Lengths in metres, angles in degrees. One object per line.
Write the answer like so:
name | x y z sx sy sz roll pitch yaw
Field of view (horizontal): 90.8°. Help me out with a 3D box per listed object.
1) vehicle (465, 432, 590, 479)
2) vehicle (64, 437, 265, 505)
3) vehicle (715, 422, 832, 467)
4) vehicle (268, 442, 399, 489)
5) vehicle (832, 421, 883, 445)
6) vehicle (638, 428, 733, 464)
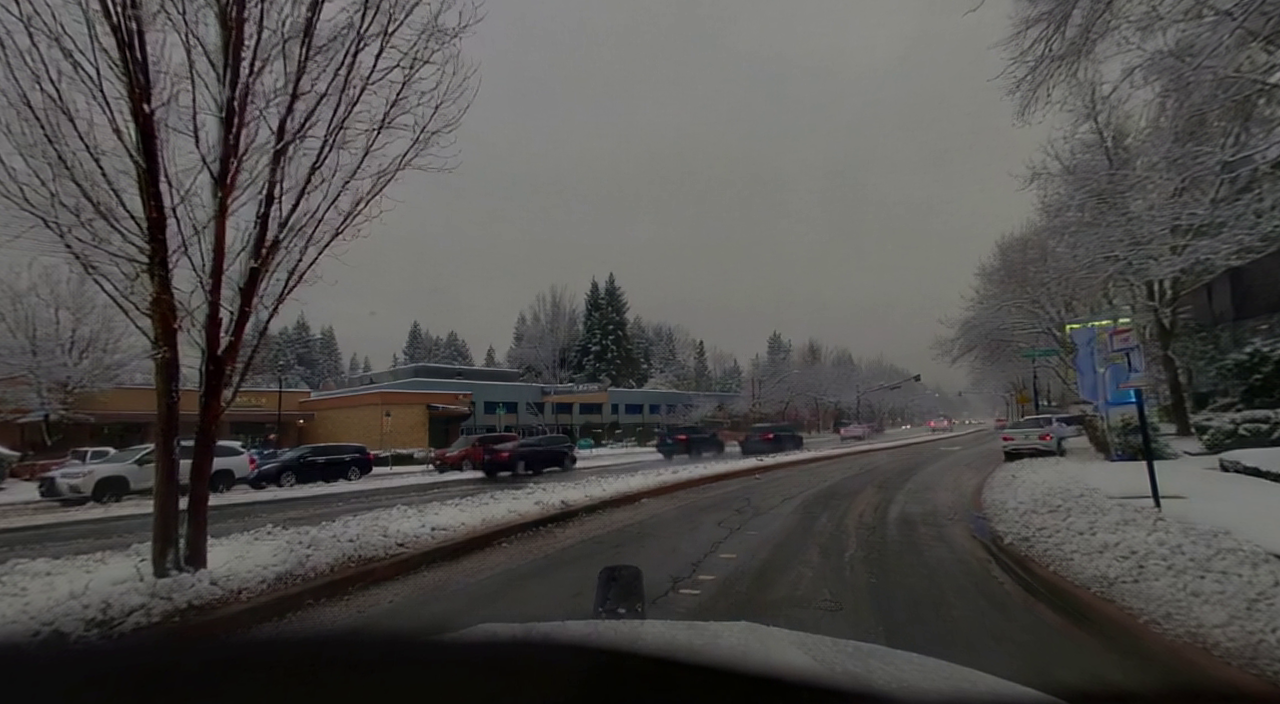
vehicle | -4.866 4.500 27.845 2.313 1.688 5.015 -12 -12 39
vehicle | -15.771 3.905 21.268 2.294 2.000 4.788 -7 -10 33
vehicle | 5.444 3.727 25.373 2.201 1.574 5.060 -11 -13 42
vehicle | -12.422 4.568 25.880 1.904 1.719 4.326 -6 -10 37
vehicle | 15.966 5.927 46.090 2.040 1.625 5.119 -5 -10 36
vehicle | 2.331 4.679 31.392 2.146 1.555 4.810 -12 -14 41
